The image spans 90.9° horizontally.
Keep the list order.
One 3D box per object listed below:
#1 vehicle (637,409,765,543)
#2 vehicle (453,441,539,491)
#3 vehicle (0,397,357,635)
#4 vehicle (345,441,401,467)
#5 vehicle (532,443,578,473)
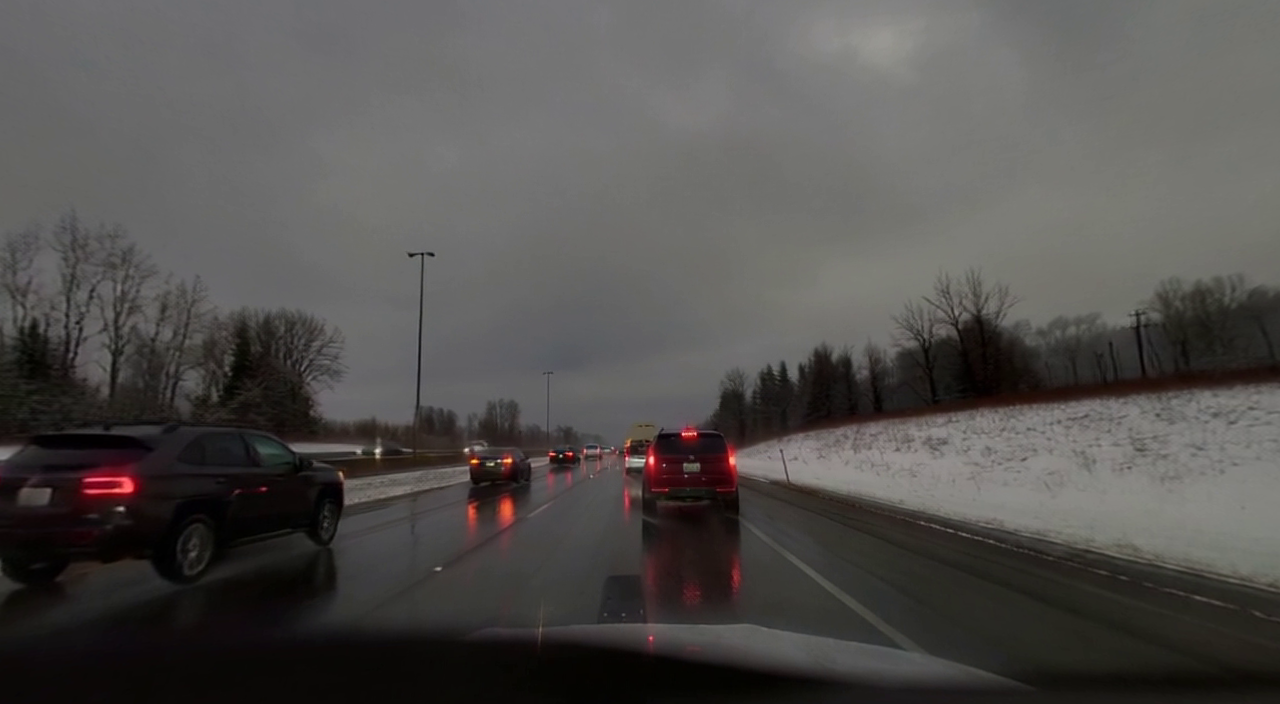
[{"bbox_3d":[0.873,2.093,11.162,1.825,1.920,3.960,0,-9,0],"label":"vehicle"},{"bbox_3d":[-4.638,3.721,20.873,1.867,1.489,3.829,0,-9,1],"label":"vehicle"},{"bbox_3d":[-4.944,1.464,6.573,1.934,1.642,4.201,0,-9,1],"label":"vehicle"},{"bbox_3d":[-15.766,6.036,37.373,1.779,1.439,3.457,0,-9,1],"label":"vehicle"},{"bbox_3d":[-4.621,5.840,34.931,1.855,1.527,4.209,0,-9,2],"label":"vehicle"}]
